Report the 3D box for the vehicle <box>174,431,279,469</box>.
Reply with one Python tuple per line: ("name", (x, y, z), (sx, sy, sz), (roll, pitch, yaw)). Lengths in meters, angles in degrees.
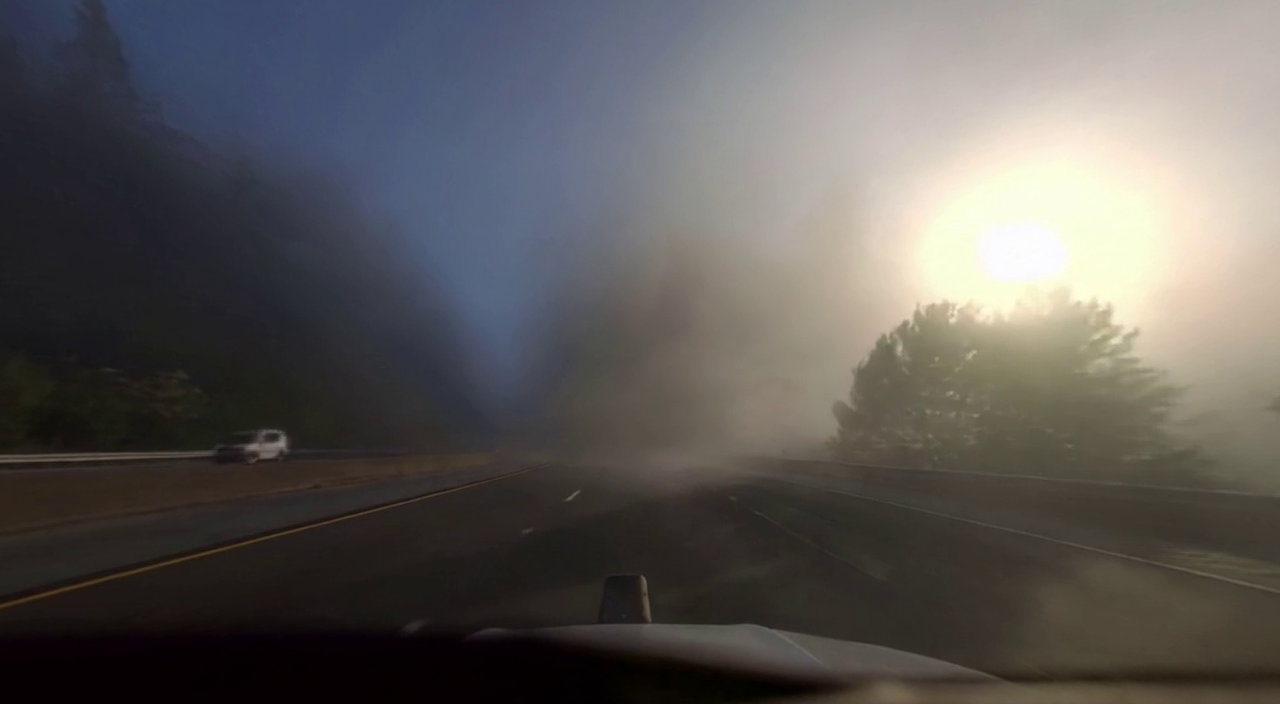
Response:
("vehicle", (-18.910, 4.517, 29.087), (2.155, 1.634, 4.077), (0, -9, -2))
